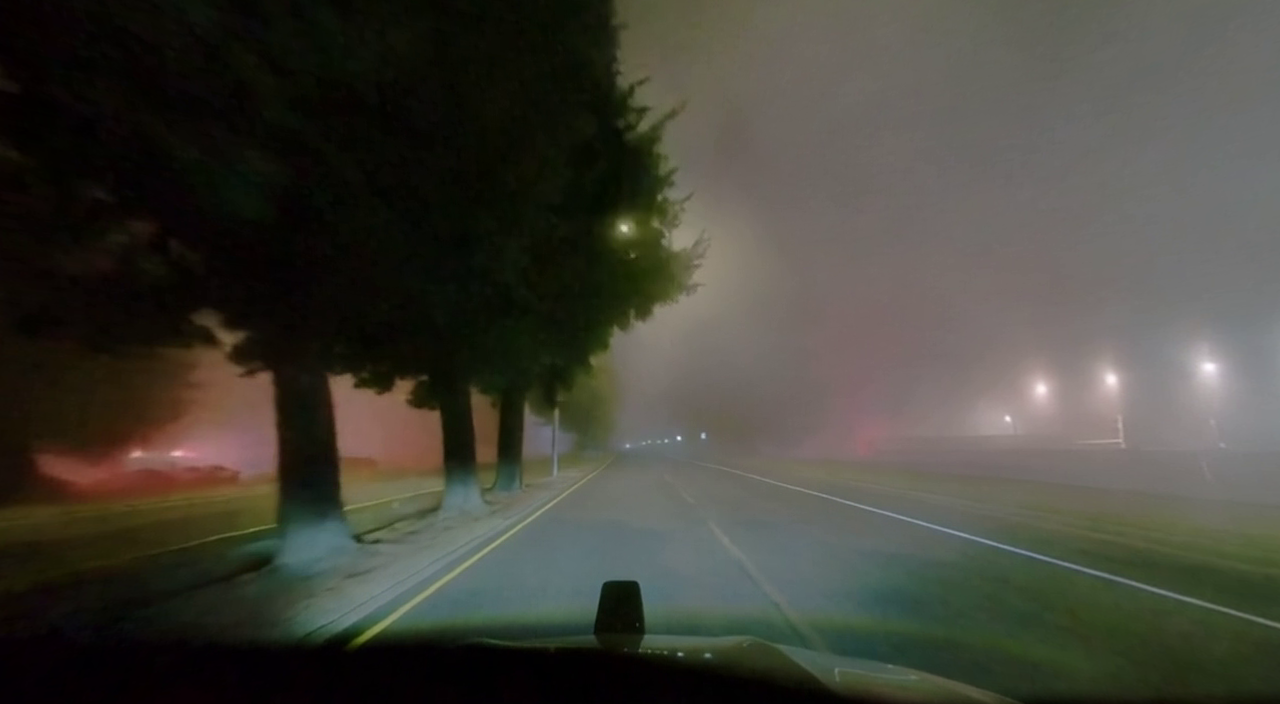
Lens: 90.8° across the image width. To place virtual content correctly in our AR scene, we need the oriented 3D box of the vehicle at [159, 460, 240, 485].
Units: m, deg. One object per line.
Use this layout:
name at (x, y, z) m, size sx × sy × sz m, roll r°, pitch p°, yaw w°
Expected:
vehicle at (-27.502, 7.501, 39.517) m, size 3.706 × 1.426 × 1.668 m, roll 0°, pitch -9°, yaw -2°

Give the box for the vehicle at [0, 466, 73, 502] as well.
vehicle at (-27.643, 5.723, 27.462) m, size 3.956 × 1.414 × 2.109 m, roll -1°, pitch -8°, yaw 0°
